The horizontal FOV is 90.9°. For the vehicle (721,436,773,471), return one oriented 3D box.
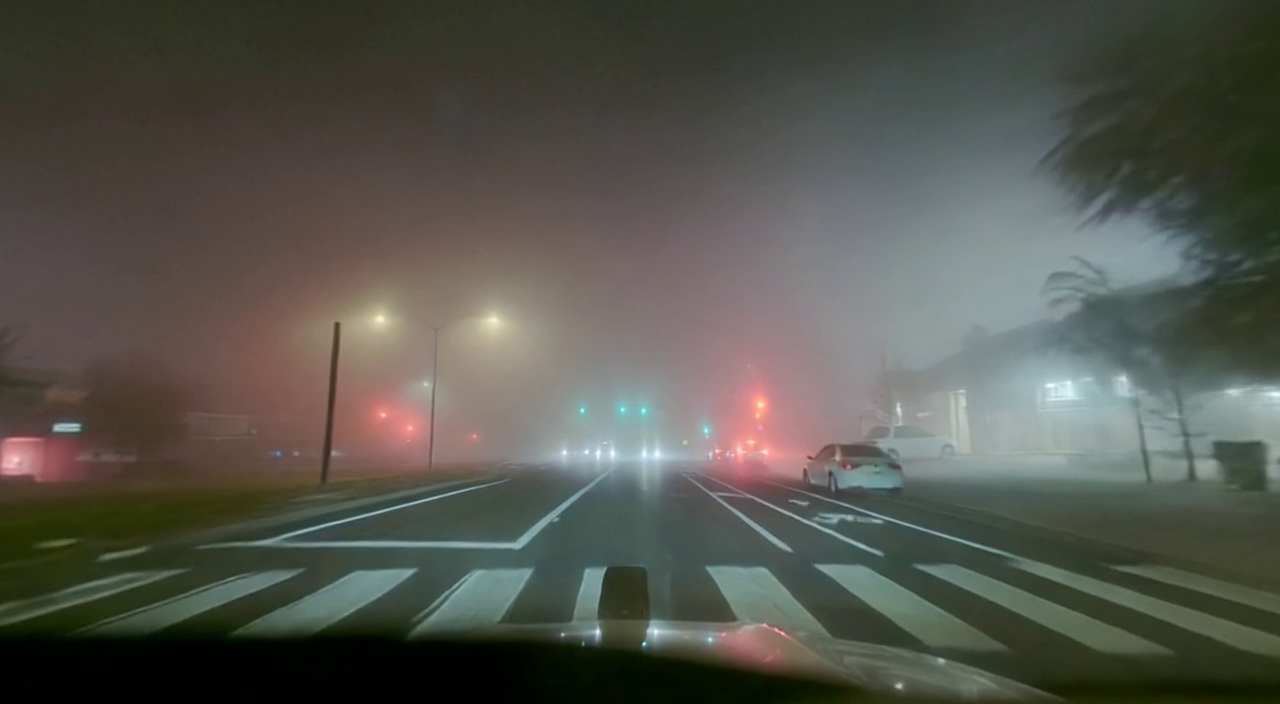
[{"bbox_3d":[5.885,5.613,35.267,2.069,1.776,4.797,0,-8,0],"label":"vehicle"}]

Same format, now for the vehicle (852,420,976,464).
[{"bbox_3d":[12.326,4.092,28.628,4.571,1.827,2.260,1,-8,-1],"label":"vehicle"}]

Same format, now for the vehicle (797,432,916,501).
[{"bbox_3d":[5.903,3.122,17.726,1.955,1.679,3.890,0,-8,0],"label":"vehicle"}]
